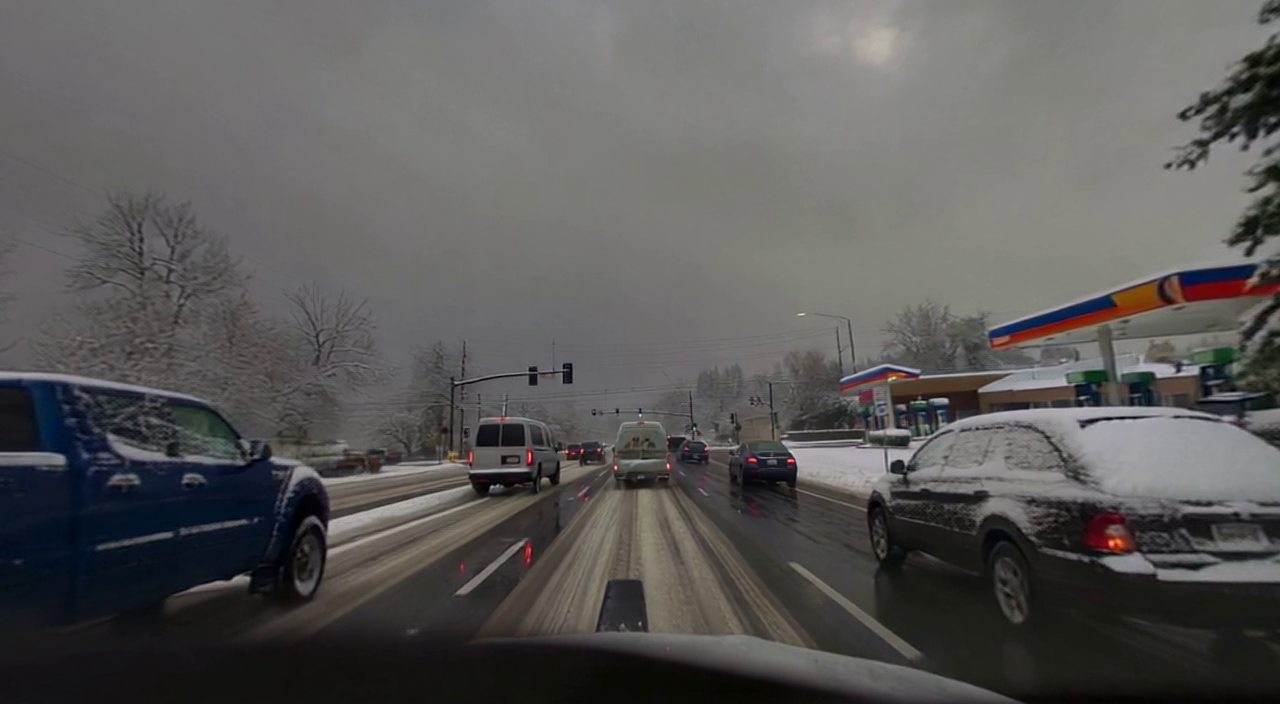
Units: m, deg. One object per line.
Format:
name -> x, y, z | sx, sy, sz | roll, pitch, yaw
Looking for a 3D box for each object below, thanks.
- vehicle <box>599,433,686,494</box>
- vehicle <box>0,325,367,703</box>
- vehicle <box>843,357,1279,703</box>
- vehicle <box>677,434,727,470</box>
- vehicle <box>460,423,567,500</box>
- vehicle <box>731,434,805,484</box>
vehicle -> 0.062, 3.541, 20.466 | 2.426, 1.703, 5.602 | 0, -8, 0
vehicle -> -3.495, 0.850, 2.955 | 2.002, 1.747, 5.173 | 0, -8, 1
vehicle -> 3.644, 1.262, 5.520 | 2.055, 1.786, 4.817 | 0, -8, 0
vehicle -> 3.298, 5.423, 34.338 | 2.193, 1.795, 5.130 | 0, -8, 0
vehicle -> -3.505, 3.151, 18.477 | 2.025, 1.936, 4.995 | 0, -8, 1
vehicle -> 4.749, 4.040, 23.993 | 2.119, 1.696, 4.623 | -1, -8, 4
